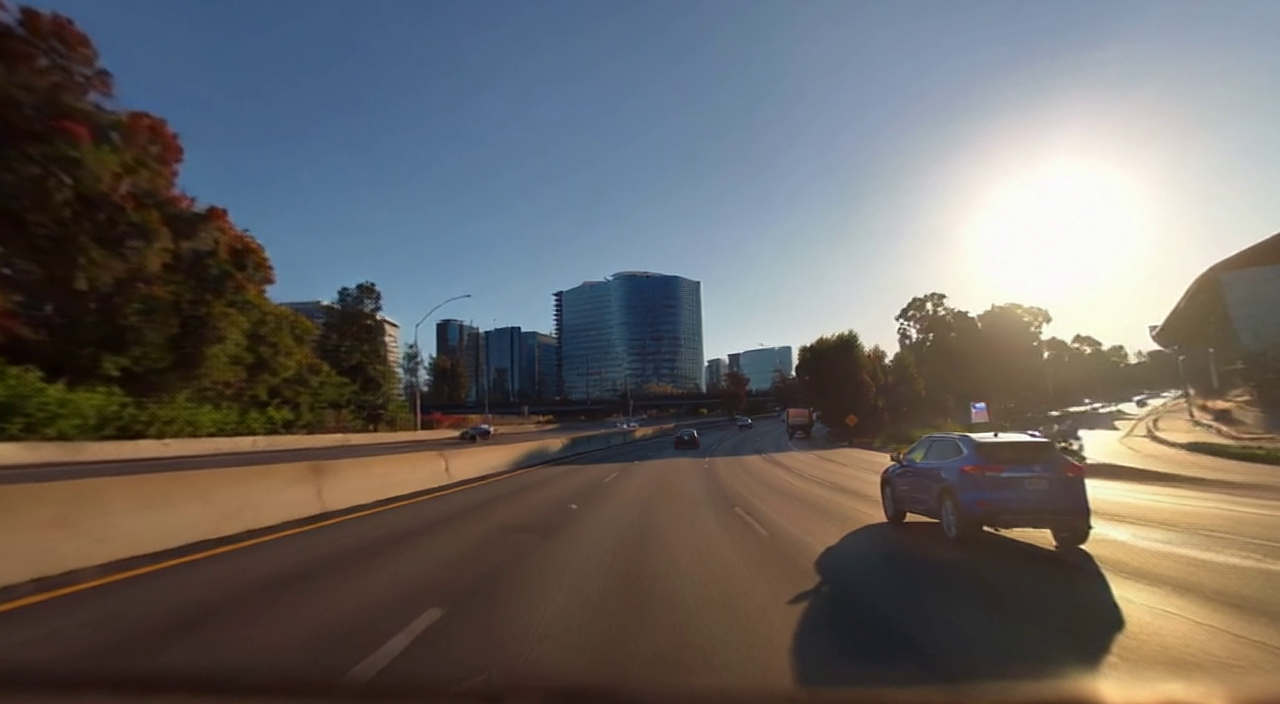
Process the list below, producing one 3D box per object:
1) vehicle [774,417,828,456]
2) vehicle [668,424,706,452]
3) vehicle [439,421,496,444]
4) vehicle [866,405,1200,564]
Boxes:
[{"bbox_3d":[10.143,5.433,40.276,2.526,2.230,6.190,-1,-9,7],"label":"vehicle"},{"bbox_3d":[3.200,5.807,42.316,2.181,1.768,4.383,-1,-9,9],"label":"vehicle"},{"bbox_3d":[-11.931,5.676,44.047,1.967,1.496,4.871,-1,-9,9],"label":"vehicle"},{"bbox_3d":[4.936,1.720,8.915,2.097,1.659,4.320,0,-8,3],"label":"vehicle"}]
